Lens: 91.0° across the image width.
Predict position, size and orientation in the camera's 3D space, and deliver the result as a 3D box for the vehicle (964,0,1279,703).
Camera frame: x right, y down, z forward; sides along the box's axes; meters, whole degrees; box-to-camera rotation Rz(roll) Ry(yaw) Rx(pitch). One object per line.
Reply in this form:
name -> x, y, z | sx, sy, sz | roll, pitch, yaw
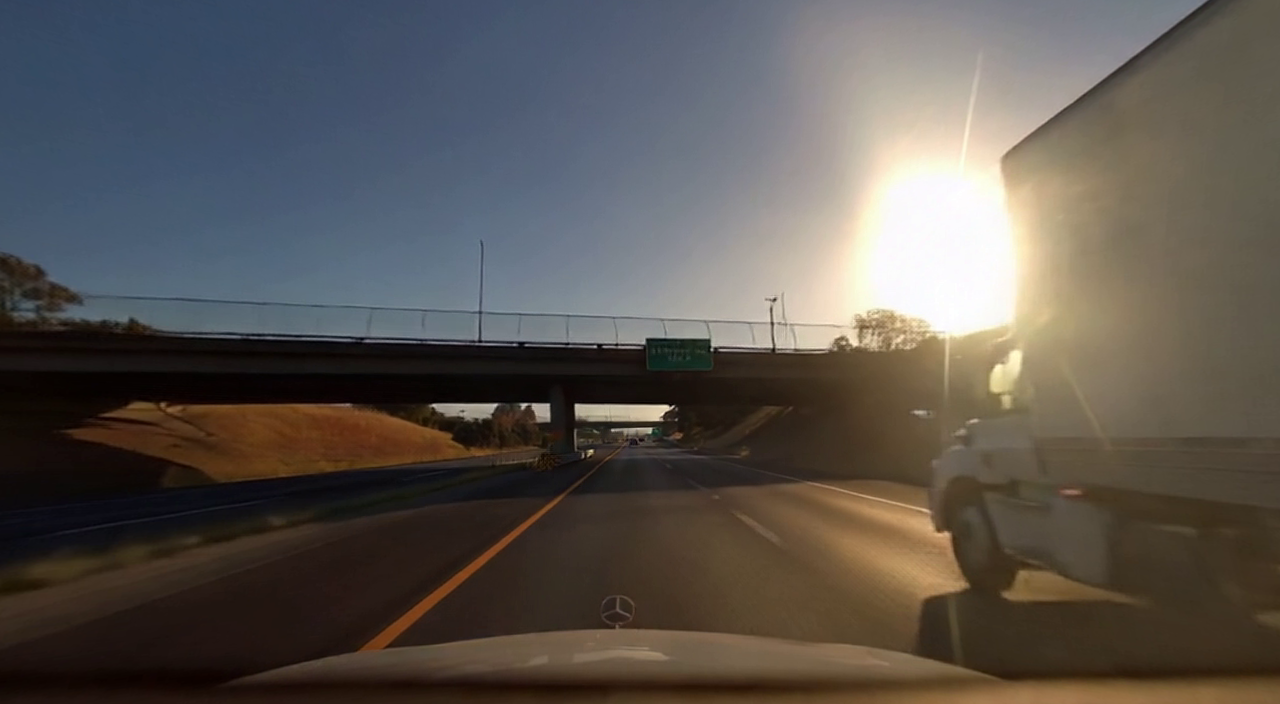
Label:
vehicle -> 3.458, -0.163, 0.291 | 2.702, 3.193, 7.196 | -1, -8, 0
